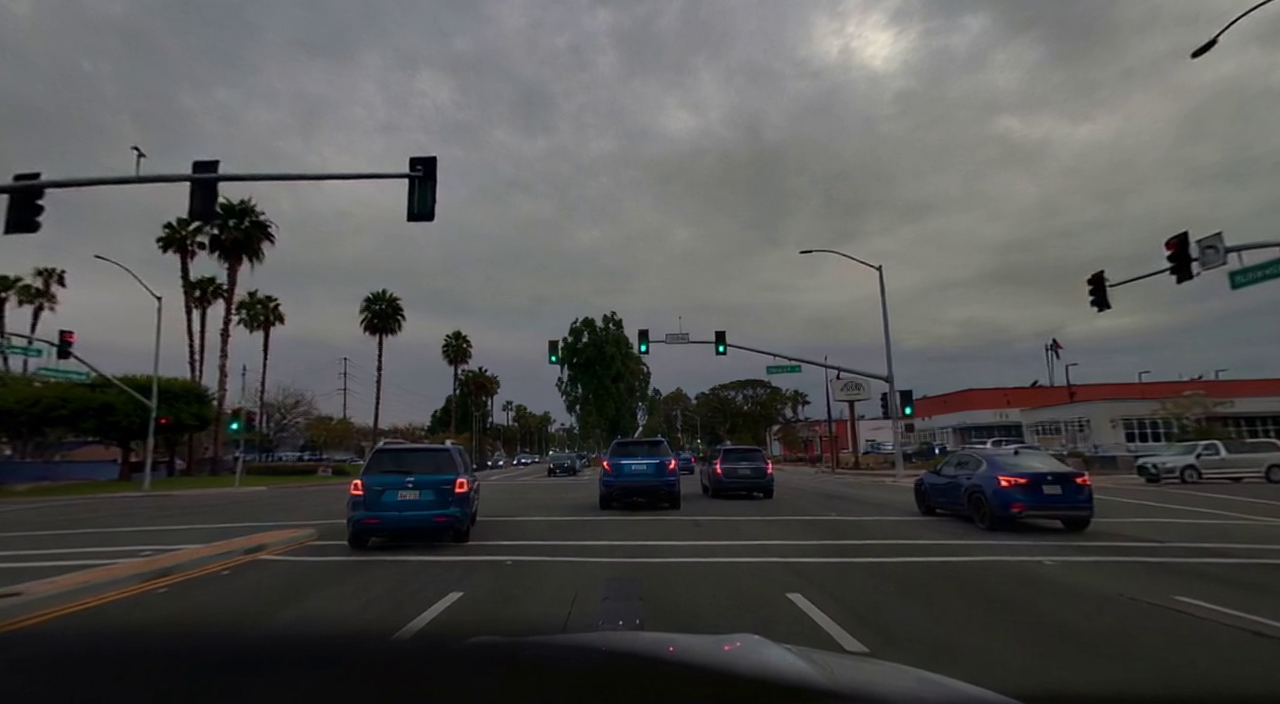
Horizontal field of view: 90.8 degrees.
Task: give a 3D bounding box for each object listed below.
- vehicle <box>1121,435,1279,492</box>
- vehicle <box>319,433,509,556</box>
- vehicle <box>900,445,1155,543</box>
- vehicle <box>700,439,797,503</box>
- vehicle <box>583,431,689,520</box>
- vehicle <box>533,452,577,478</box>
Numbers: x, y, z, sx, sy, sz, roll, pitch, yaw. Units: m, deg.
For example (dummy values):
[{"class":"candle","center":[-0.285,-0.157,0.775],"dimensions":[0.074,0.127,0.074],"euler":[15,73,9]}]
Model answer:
[{"class":"vehicle","center":[19.876,3.772,21.590],"dimensions":[5.053,1.787,2.168],"euler":[0,-9,-1]},{"class":"vehicle","center":[-3.582,2.307,11.044],"dimensions":[2.201,1.644,4.465],"euler":[1,-9,-8]},{"class":"vehicle","center":[6.789,2.485,11.791],"dimensions":[1.944,1.447,4.309],"euler":[0,-9,-1]},{"class":"vehicle","center":[3.179,3.595,19.537],"dimensions":[2.112,1.710,4.234],"euler":[0,-9,-2]},{"class":"vehicle","center":[-0.142,2.820,14.958],"dimensions":[2.151,1.787,4.109],"euler":[0,-9,-2]},{"class":"vehicle","center":[-5.109,6.839,38.450],"dimensions":[2.030,1.441,4.324],"euler":[-1,-9,1]}]
